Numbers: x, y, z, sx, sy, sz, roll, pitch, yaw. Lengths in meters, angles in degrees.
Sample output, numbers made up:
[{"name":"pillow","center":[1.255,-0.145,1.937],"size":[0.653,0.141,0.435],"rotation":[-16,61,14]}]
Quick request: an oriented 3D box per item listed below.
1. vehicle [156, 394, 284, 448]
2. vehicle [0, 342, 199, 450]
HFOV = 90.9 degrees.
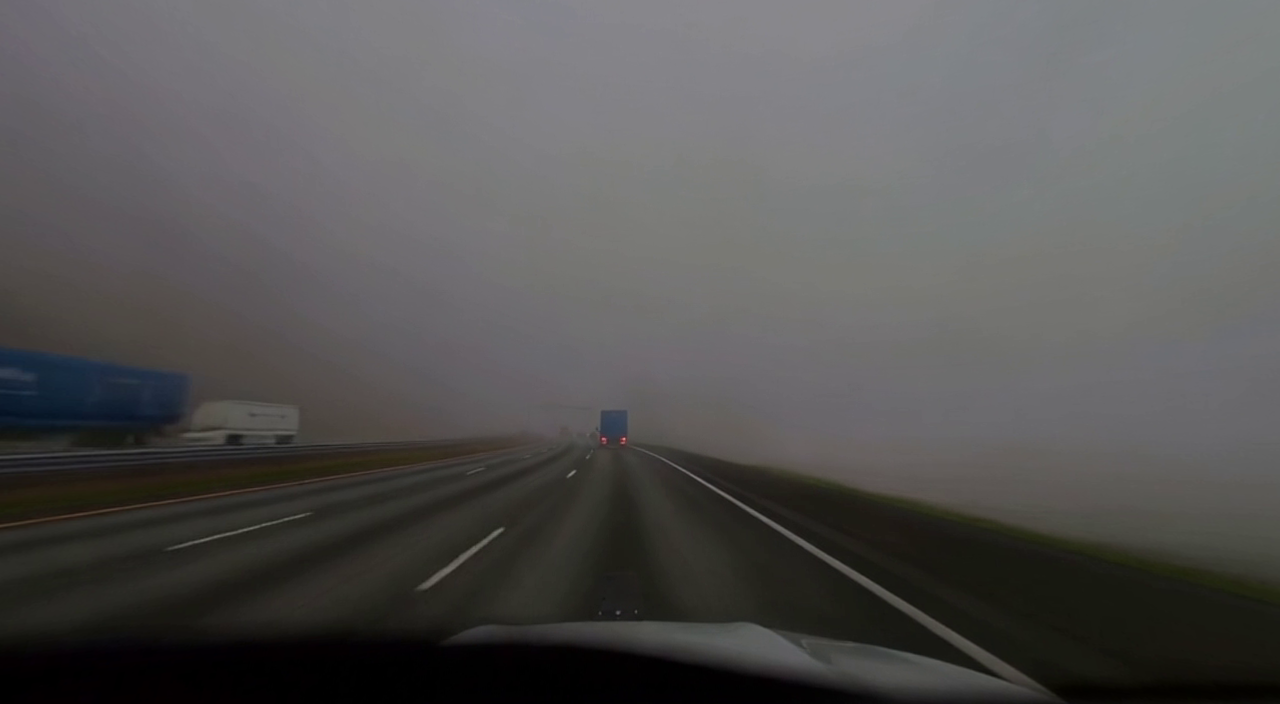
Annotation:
[{"name":"vehicle","center":[-20.978,3.591,31.975],"size":[2.328,2.433,6.234],"rotation":[0,-8,-2]},{"name":"vehicle","center":[-24.846,1.906,25.199],"size":[3.018,3.876,16.871],"rotation":[1,-8,-3]}]
